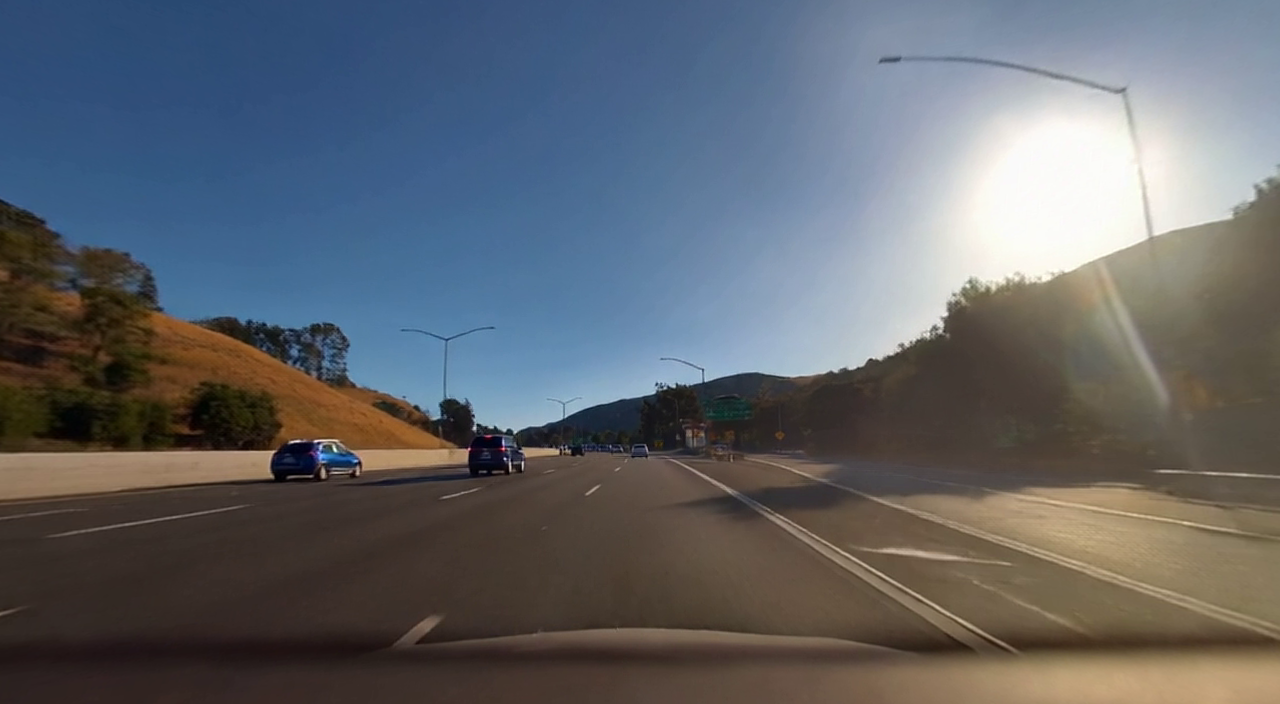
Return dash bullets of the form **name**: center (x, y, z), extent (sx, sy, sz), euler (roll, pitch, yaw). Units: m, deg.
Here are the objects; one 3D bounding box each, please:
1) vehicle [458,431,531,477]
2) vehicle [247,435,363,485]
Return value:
- **vehicle**: center (-6.732, 4.798, 29.759), extent (2.219, 1.947, 4.924), euler (-1, -9, 1)
- **vehicle**: center (-13.760, 4.458, 26.303), extent (2.079, 1.822, 4.893), euler (-1, -9, 1)
